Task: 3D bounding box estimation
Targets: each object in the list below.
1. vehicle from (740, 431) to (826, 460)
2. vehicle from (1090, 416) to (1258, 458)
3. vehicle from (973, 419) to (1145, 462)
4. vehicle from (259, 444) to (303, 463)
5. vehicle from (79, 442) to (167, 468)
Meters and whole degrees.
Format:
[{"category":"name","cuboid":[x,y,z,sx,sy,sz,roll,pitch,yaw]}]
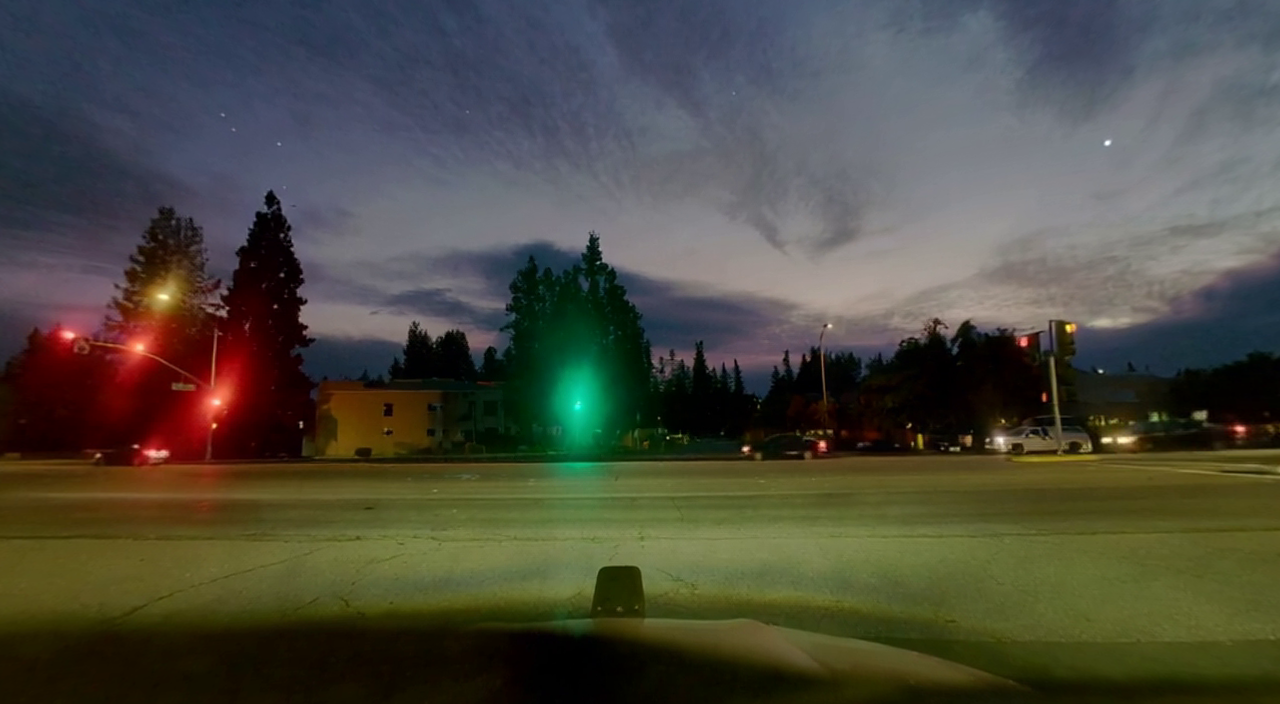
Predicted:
[{"category":"vehicle","cuboid":[7.847,5.165,34.970,4.488,1.536,1.849,-2,-9,11]},{"category":"vehicle","cuboid":[21.381,3.447,25.528,4.677,1.593,2.029,-2,-9,11]},{"category":"vehicle","cuboid":[15.021,3.220,22.948,4.749,1.461,1.892,-1,-9,9]},{"category":"vehicle","cuboid":[-28.076,7.923,49.557,2.235,1.417,4.272,3,-9,-19]},{"category":"vehicle","cuboid":[-31.541,6.282,38.584,4.020,1.517,1.855,-2,-9,10]}]
